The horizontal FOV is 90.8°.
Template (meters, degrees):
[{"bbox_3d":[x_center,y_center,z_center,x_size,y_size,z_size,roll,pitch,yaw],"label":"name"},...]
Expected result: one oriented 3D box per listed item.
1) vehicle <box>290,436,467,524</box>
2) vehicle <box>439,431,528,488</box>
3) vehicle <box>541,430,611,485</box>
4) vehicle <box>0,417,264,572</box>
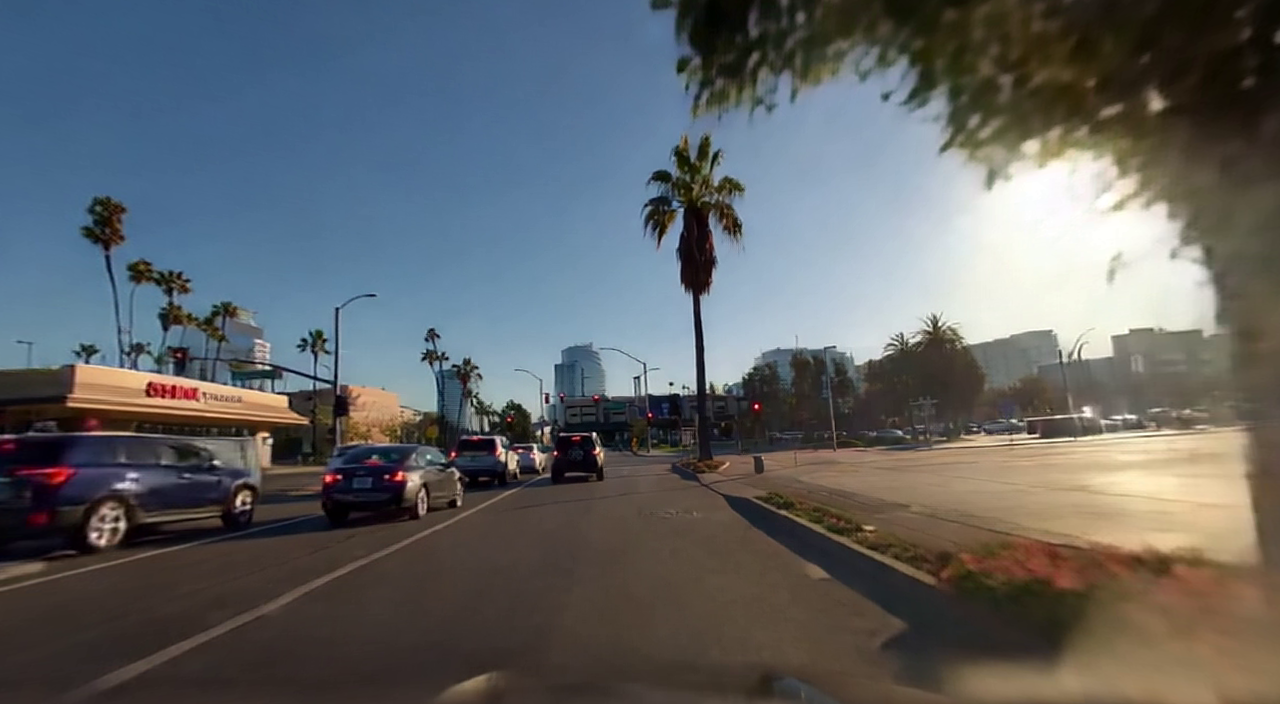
[{"bbox_3d":[-5.361,2.677,13.799,1.885,1.567,4.775,0,-9,-1],"label":"vehicle"},{"bbox_3d":[-5.543,3.885,23.062,2.025,1.862,4.804,0,-9,0],"label":"vehicle"},{"bbox_3d":[-2.176,3.770,22.708,2.153,1.759,4.320,0,-9,-2],"label":"vehicle"},{"bbox_3d":[-8.673,2.120,10.219,2.178,1.864,5.005,0,-9,-1],"label":"vehicle"}]
